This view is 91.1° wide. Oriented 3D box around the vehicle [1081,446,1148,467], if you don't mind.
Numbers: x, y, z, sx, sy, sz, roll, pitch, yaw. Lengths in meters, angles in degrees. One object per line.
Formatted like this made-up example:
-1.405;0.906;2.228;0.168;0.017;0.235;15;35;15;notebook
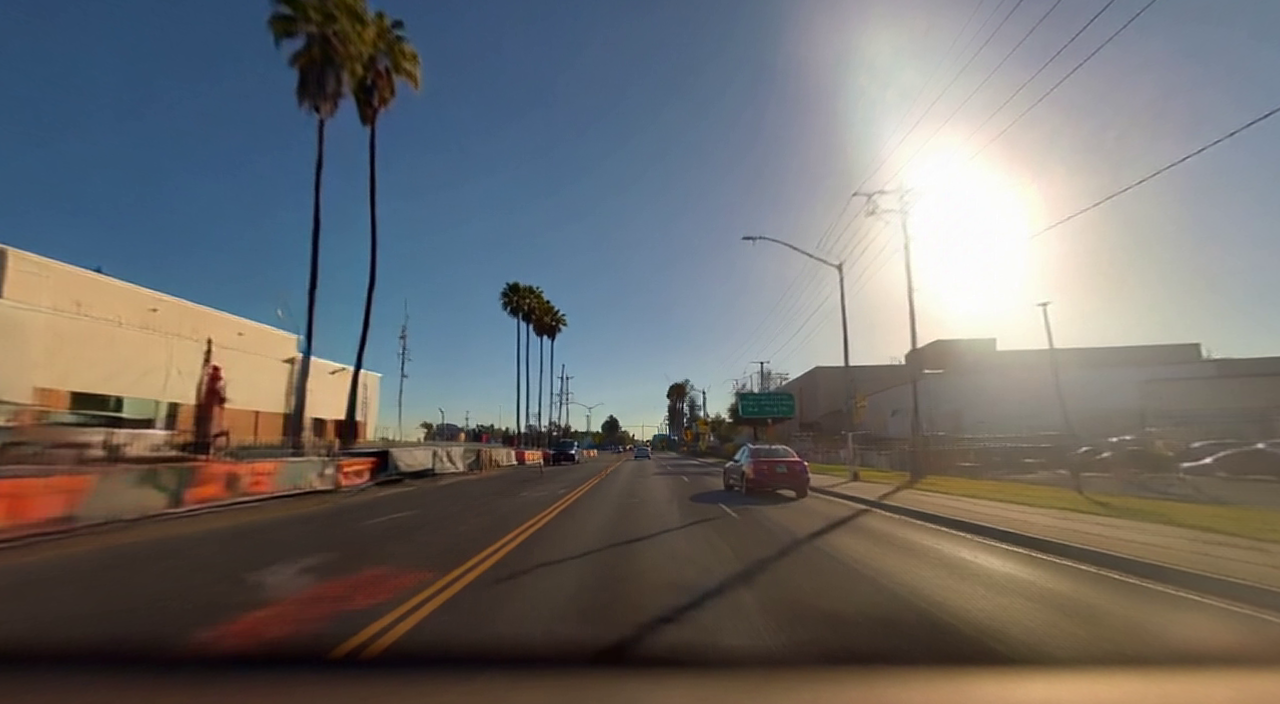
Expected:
36.004;7.897;47.762;1.784;1.509;4.273;0;-8;2;vehicle

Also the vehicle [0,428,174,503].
-18.032;3.381;19.040;5.894;2.071;2.464;8;-11;-41;vehicle

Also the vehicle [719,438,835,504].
3.575;3.200;17.386;2.148;1.562;4.642;0;-8;0;vehicle

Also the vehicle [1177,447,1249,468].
44.671;8.190;49.036;1.776;1.502;4.088;2;-8;0;vehicle

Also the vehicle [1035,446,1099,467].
32.849;8.017;48.456;1.851;1.522;4.665;0;-8;2;vehicle

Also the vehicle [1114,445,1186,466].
39.168;7.945;48.361;1.869;1.516;4.343;0;-8;0;vehicle
